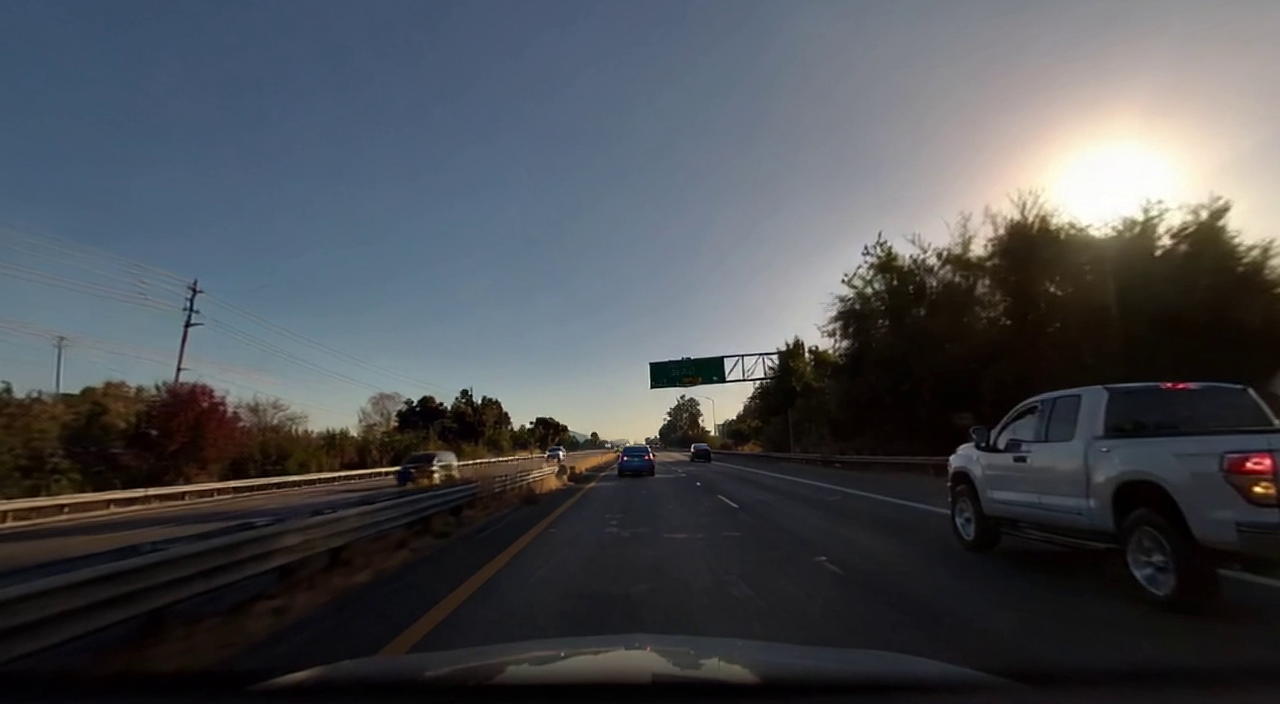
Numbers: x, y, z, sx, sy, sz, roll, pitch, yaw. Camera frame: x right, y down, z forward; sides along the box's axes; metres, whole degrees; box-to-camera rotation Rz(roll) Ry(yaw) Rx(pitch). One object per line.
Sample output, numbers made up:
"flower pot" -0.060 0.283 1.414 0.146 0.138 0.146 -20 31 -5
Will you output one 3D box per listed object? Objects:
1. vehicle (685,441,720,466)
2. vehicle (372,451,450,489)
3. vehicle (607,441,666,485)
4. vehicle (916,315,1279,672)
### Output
"vehicle" 4.138 6.802 42.114 1.936 1.589 3.915 0 -9 -1
"vehicle" -10.368 5.355 28.738 1.868 1.535 4.326 -1 -9 2
"vehicle" -0.134 4.165 23.713 2.029 1.483 3.769 0 -9 0
"vehicle" 4.668 1.096 5.518 2.261 1.952 4.784 0 -9 0
